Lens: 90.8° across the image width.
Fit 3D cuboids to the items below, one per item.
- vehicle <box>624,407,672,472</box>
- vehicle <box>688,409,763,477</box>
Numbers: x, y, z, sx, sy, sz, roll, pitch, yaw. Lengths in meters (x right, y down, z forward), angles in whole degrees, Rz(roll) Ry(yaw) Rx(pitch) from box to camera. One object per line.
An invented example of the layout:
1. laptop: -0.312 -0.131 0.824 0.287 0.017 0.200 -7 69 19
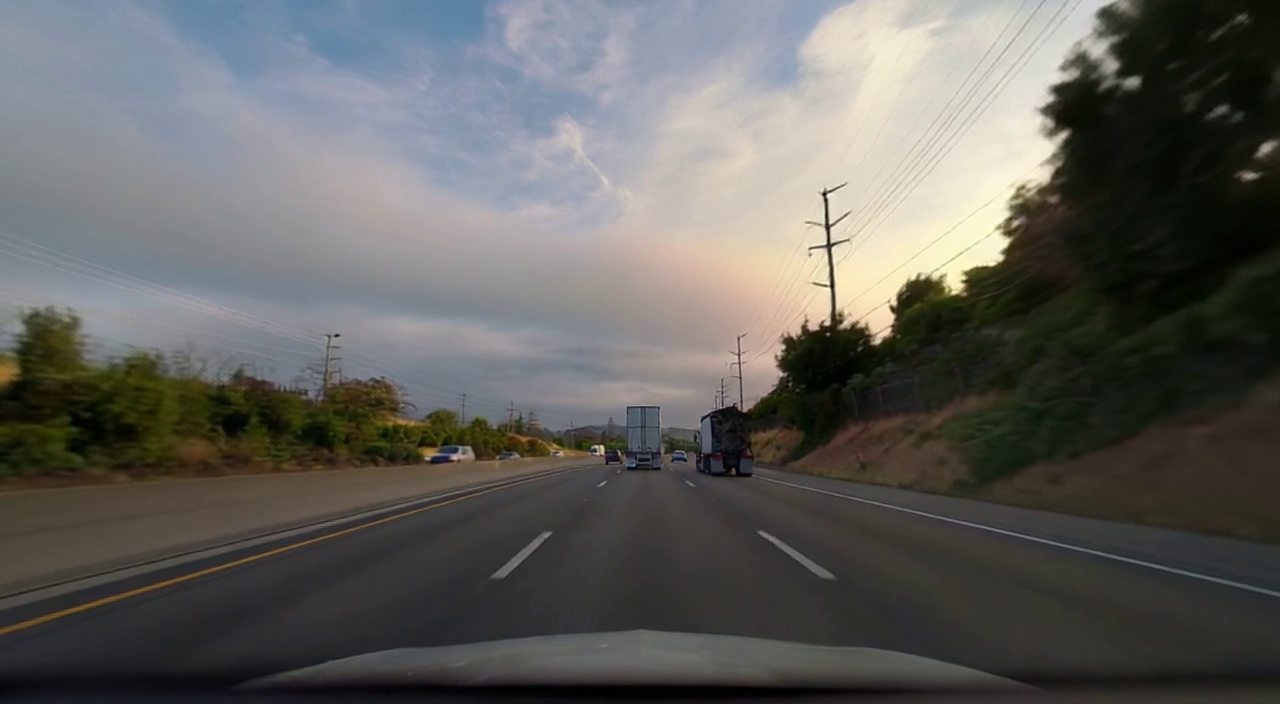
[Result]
1. vehicle: 0.587 6.581 46.627 2.997 4.076 13.224 0 -9 1
2. vehicle: 4.621 5.235 35.962 2.938 3.378 8.820 0 -9 -1
